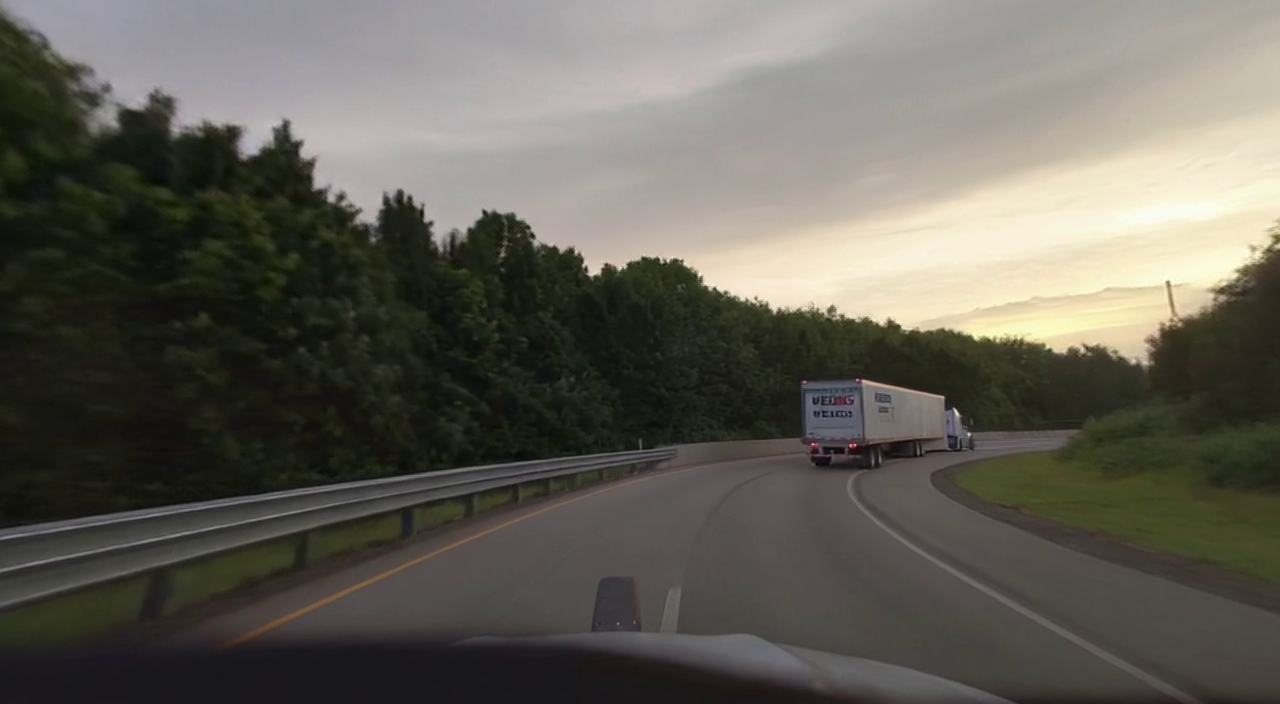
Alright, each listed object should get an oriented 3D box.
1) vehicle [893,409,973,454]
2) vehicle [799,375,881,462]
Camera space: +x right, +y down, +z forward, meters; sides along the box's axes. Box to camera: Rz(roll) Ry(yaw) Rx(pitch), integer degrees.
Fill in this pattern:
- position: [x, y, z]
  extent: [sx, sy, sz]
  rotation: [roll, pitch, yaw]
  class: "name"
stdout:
- position: [18.097, 4.937, 38.599]
  extent: [6.650, 2.524, 2.120]
  rotation: [8, -11, -44]
  class: "vehicle"
- position: [9.397, 3.182, 29.413]
  extent: [2.963, 3.771, 3.137]
  rotation: [-4, -9, 28]
  class: "vehicle"
